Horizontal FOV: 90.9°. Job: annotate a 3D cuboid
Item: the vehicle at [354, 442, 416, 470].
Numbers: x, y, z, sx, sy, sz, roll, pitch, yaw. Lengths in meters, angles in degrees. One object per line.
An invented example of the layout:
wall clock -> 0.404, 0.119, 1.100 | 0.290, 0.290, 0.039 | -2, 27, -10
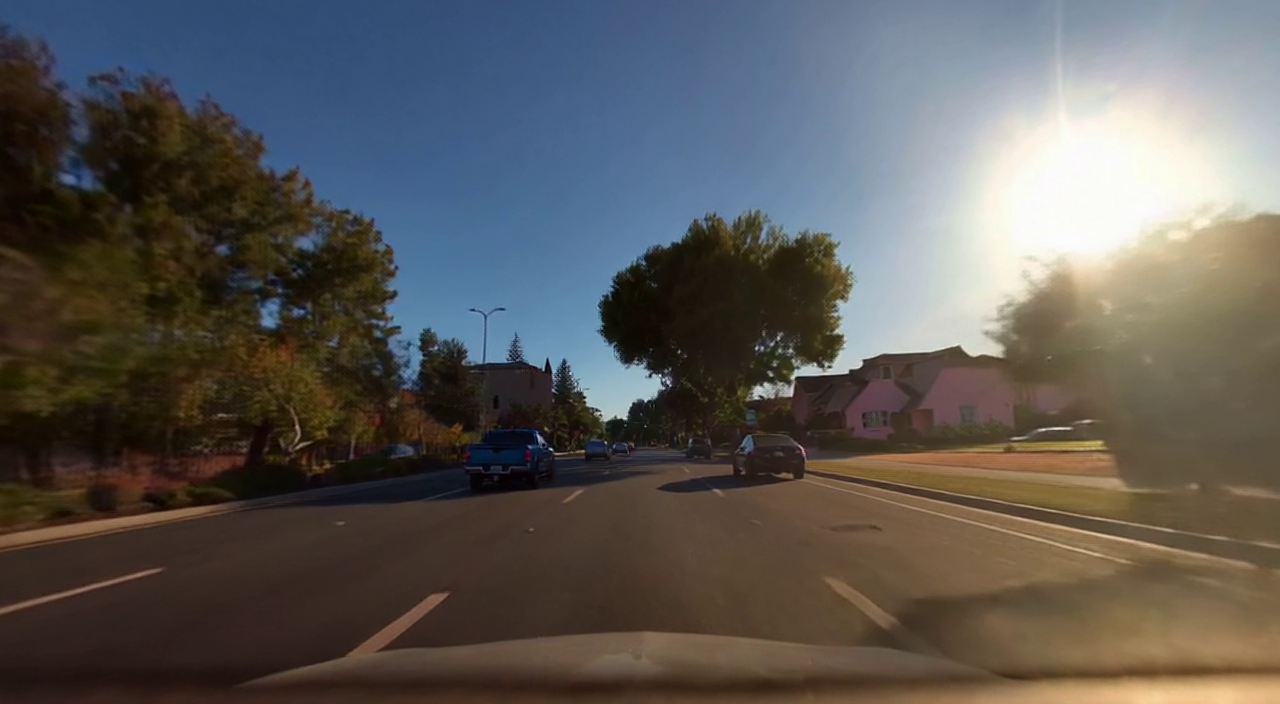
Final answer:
vehicle -> -17.060, 6.934, 42.409 | 2.059, 1.743, 4.779 | 0, -8, 1

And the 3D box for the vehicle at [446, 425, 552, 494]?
vehicle -> -3.941, 3.100, 18.487 | 2.002, 1.747, 4.728 | 0, -8, 0

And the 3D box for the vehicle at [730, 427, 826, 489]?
vehicle -> 4.224, 3.338, 20.096 | 2.016, 1.736, 4.356 | 0, -8, 0
